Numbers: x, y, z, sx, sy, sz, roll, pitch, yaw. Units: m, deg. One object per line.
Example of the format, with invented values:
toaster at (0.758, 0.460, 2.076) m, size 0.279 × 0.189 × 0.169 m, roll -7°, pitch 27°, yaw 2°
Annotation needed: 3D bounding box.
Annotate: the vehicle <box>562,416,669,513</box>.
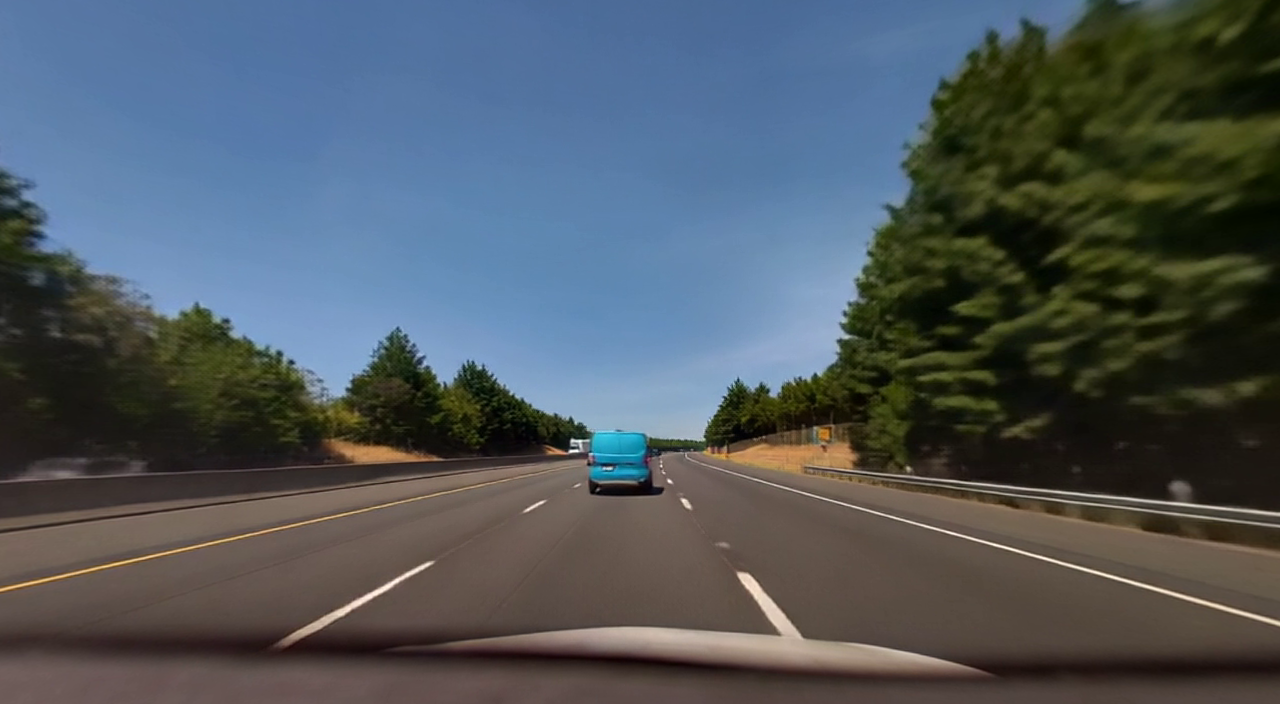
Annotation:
vehicle at (-0.414, 2.781, 15.896) m, size 2.219 × 2.033 × 4.911 m, roll -1°, pitch -9°, yaw 3°
